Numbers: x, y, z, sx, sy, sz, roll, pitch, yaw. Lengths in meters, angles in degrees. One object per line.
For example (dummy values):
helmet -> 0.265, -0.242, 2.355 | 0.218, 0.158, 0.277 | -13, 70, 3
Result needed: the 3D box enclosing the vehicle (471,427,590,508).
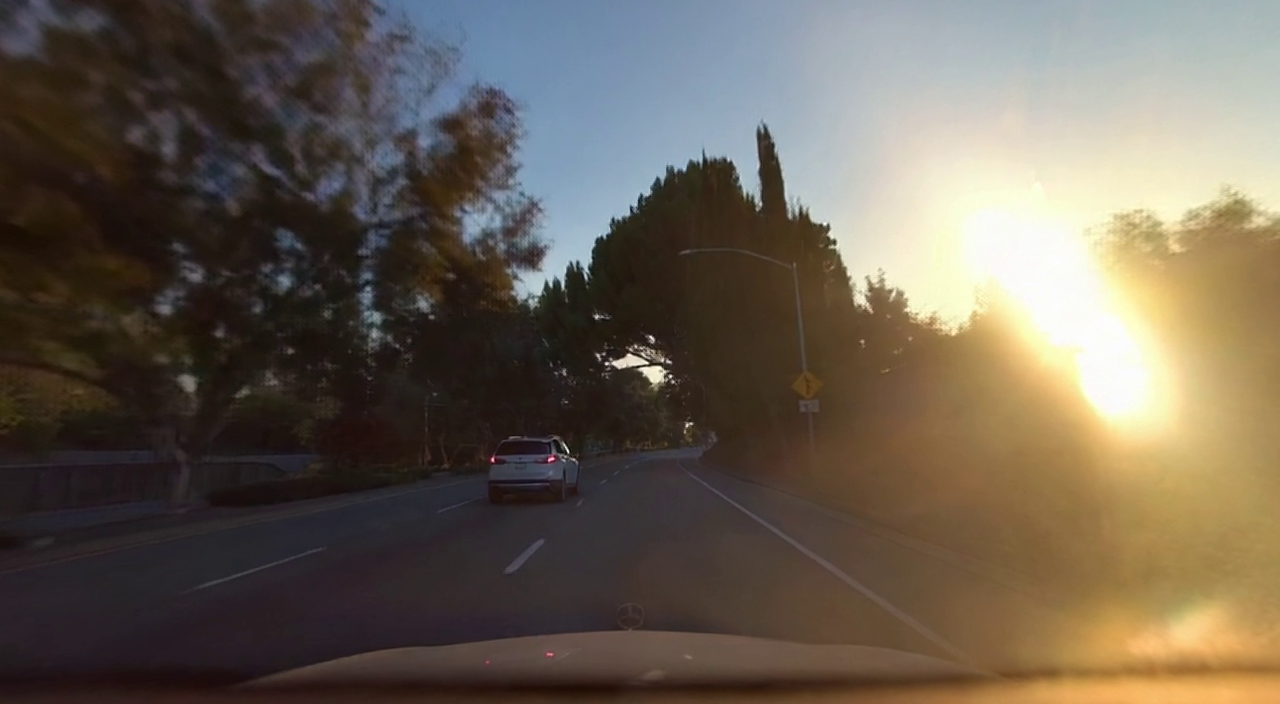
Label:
vehicle -> -2.728, 3.030, 17.024 | 2.160, 1.855, 4.695 | -1, -8, 3
